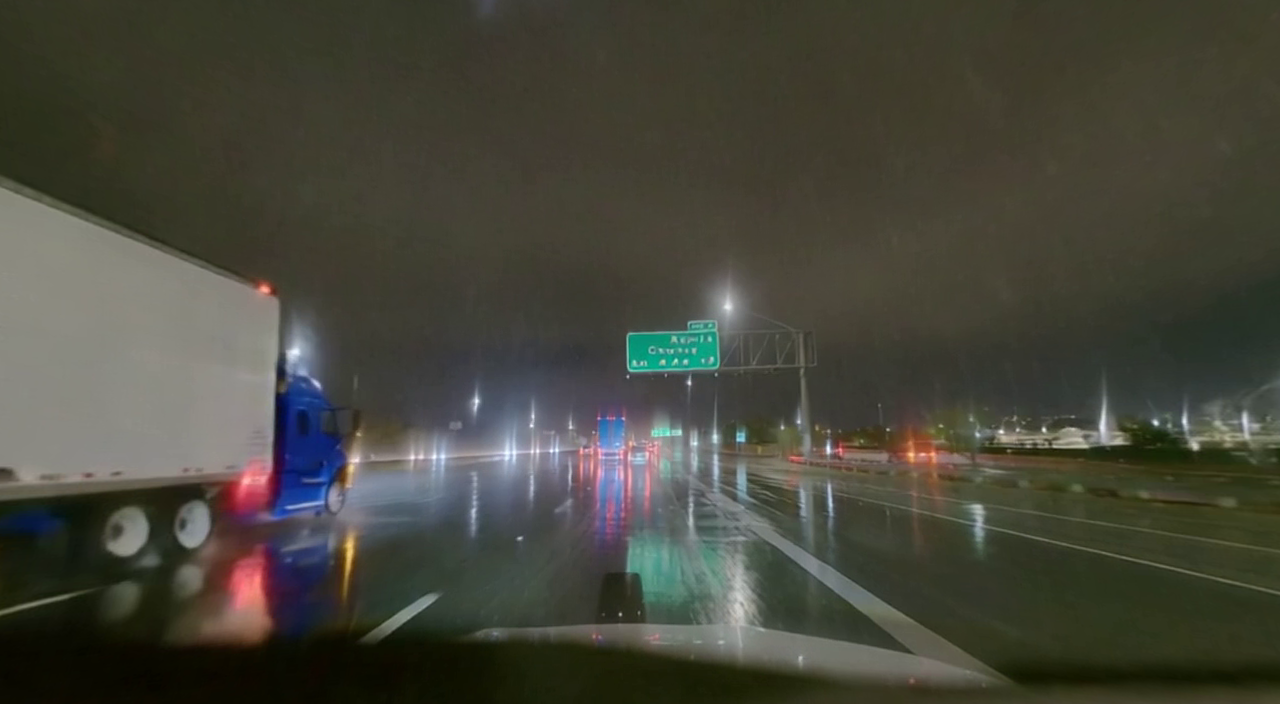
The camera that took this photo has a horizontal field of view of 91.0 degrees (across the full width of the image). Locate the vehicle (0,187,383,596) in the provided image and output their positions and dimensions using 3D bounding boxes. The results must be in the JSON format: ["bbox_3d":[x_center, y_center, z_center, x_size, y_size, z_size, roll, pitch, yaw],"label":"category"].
[{"bbox_3d":[-7.506,0.799,8.674,3.067,3.804,11.136,0,-9,1],"label":"vehicle"}]

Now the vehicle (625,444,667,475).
[{"bbox_3d":[0.274,5.589,32.900,2.066,1.469,4.050,0,-9,-1],"label":"vehicle"}]
